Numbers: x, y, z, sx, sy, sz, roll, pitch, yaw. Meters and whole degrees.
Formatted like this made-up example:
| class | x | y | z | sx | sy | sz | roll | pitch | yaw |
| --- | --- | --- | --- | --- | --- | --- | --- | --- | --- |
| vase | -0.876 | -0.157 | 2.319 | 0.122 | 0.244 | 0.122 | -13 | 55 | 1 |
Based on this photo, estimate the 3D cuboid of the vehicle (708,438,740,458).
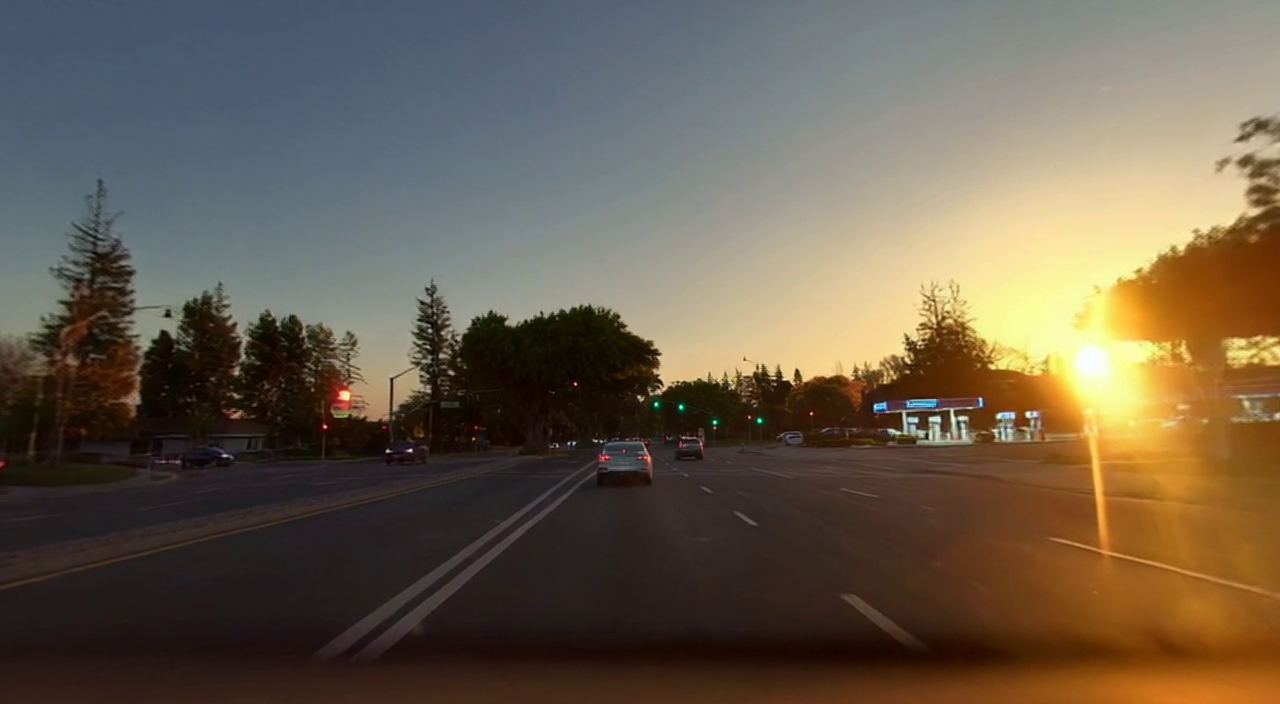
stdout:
| class | x | y | z | sx | sy | sz | roll | pitch | yaw |
| --- | --- | --- | --- | --- | --- | --- | --- | --- | --- |
| vehicle | 6.563 | 7.596 | 49.804 | 1.890 | 1.489 | 4.396 | 0 | -8 | -1 |

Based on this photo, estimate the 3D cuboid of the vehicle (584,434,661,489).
| class | x | y | z | sx | sy | sz | roll | pitch | yaw |
| --- | --- | --- | --- | --- | --- | --- | --- | --- | --- |
| vehicle | -0.463 | 3.200 | 18.715 | 2.040 | 1.451 | 3.736 | 0 | -8 | 0 |

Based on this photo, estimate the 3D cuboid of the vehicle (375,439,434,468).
| class | x | y | z | sx | sy | sz | roll | pitch | yaw |
| --- | --- | --- | --- | --- | --- | --- | --- | --- | --- |
| vehicle | -17.398 | 7.499 | 46.988 | 2.224 | 2.000 | 5.743 | 0 | -8 | 0 |

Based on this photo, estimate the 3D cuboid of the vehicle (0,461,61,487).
| class | x | y | z | sx | sy | sz | roll | pitch | yaw |
| --- | --- | --- | --- | --- | --- | --- | --- | --- | --- |
| vehicle | -36.139 | 7.014 | 36.403 | 3.670 | 1.430 | 1.897 | -1 | -9 | 4 |
